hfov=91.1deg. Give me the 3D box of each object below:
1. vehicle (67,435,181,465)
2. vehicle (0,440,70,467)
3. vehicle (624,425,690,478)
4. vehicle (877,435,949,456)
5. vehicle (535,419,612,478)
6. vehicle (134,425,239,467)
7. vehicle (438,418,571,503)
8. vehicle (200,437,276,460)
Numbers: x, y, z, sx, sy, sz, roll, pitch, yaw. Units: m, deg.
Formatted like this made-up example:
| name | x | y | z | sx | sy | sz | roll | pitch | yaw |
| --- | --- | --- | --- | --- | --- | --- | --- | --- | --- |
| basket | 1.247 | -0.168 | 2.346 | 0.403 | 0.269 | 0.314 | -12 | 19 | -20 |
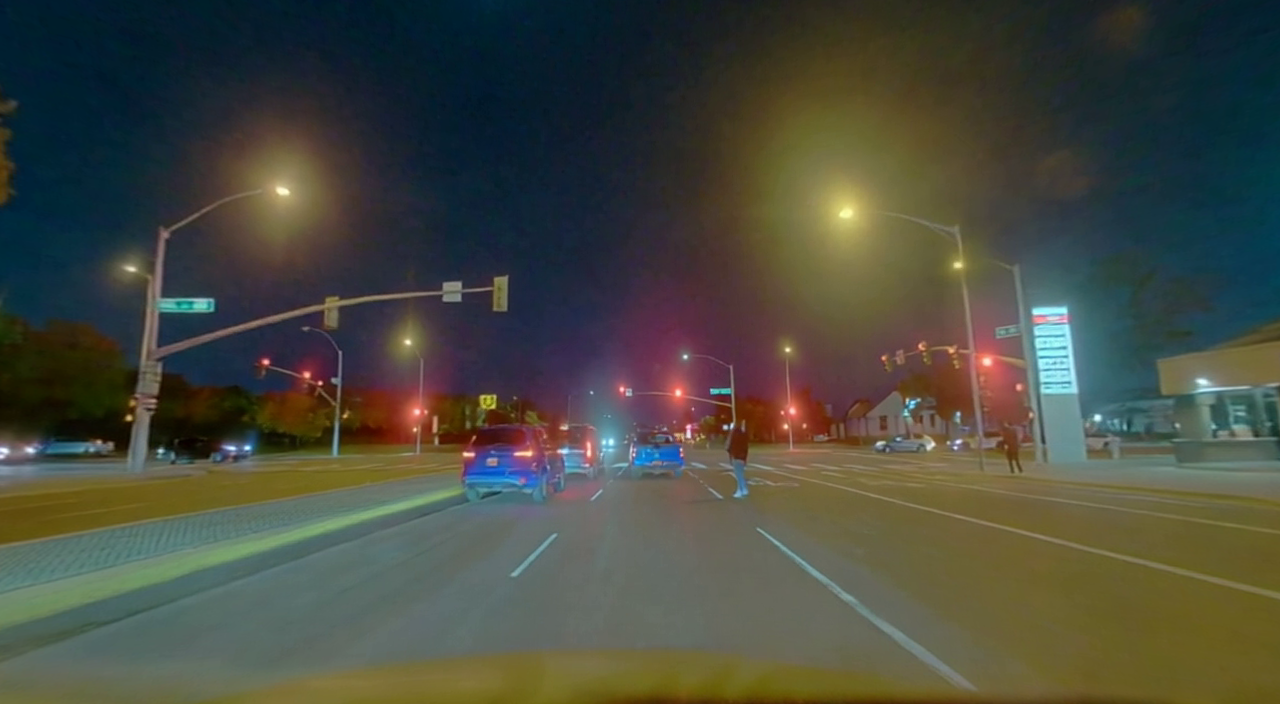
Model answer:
| name | x | y | z | sx | sy | sz | roll | pitch | yaw |
| --- | --- | --- | --- | --- | --- | --- | --- | --- | --- |
| vehicle | -30.920 | 5.887 | 37.742 | 4.956 | 1.737 | 2.135 | 0 | -8 | 2 |
| vehicle | -37.602 | 6.136 | 38.121 | 4.170 | 1.551 | 1.816 | 0 | -8 | 3 |
| vehicle | 0.560 | 3.635 | 23.190 | 2.204 | 1.738 | 4.690 | 0 | -8 | 0 |
| vehicle | 20.664 | 7.096 | 47.645 | 4.624 | 1.601 | 1.871 | 0 | -8 | -1 |
| vehicle | -2.272 | 3.501 | 22.904 | 2.220 | 1.926 | 4.870 | 0 | -8 | 1 |
| vehicle | -32.479 | 6.688 | 45.054 | 5.884 | 2.243 | 2.287 | -6 | -5 | 1 |
| vehicle | -2.999 | 2.523 | 15.003 | 2.006 | 1.707 | 4.448 | 0 | -8 | 3 |
| vehicle | -30.848 | 7.396 | 48.268 | 4.406 | 1.682 | 2.040 | 0 | -8 | 1 |
